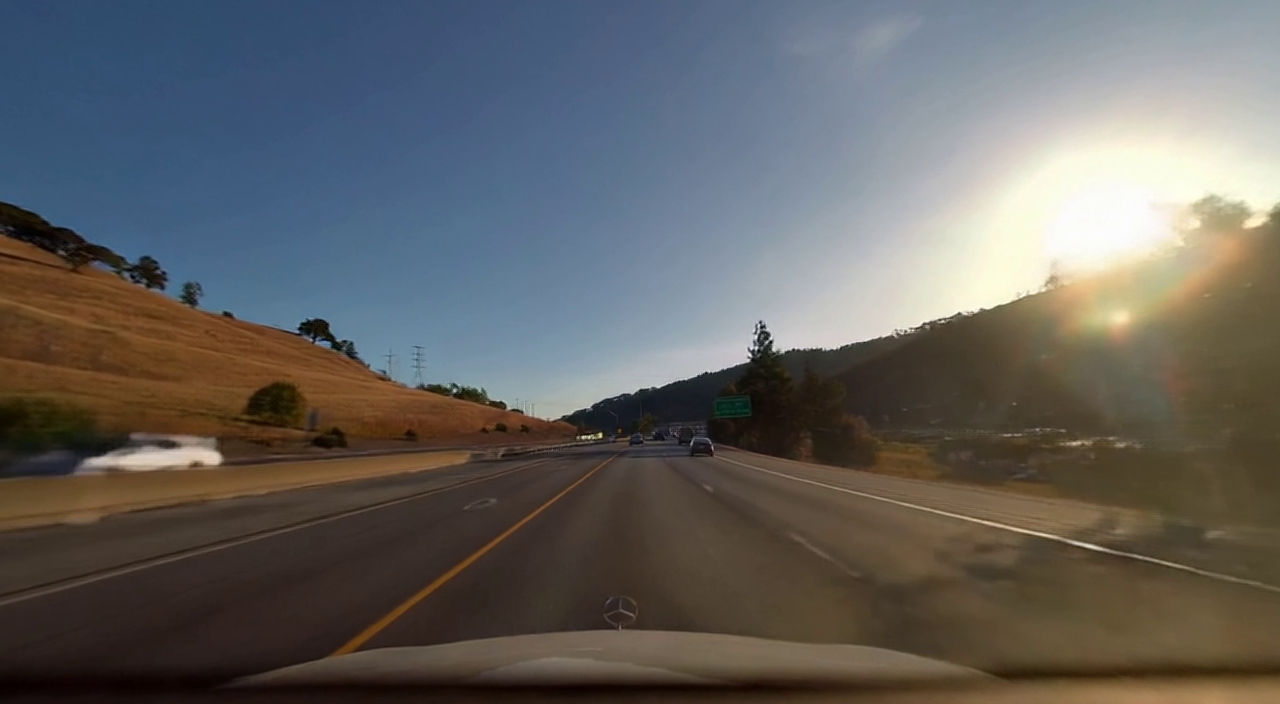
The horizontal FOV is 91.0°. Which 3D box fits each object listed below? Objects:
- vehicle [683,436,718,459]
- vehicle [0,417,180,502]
[{"bbox_3d":[4.050,6.481,42.835,1.943,1.490,4.246,0,-8,0],"label":"vehicle"},{"bbox_3d":[-13.962,2.530,15.209,2.098,1.724,4.494,0,-8,3],"label":"vehicle"}]
